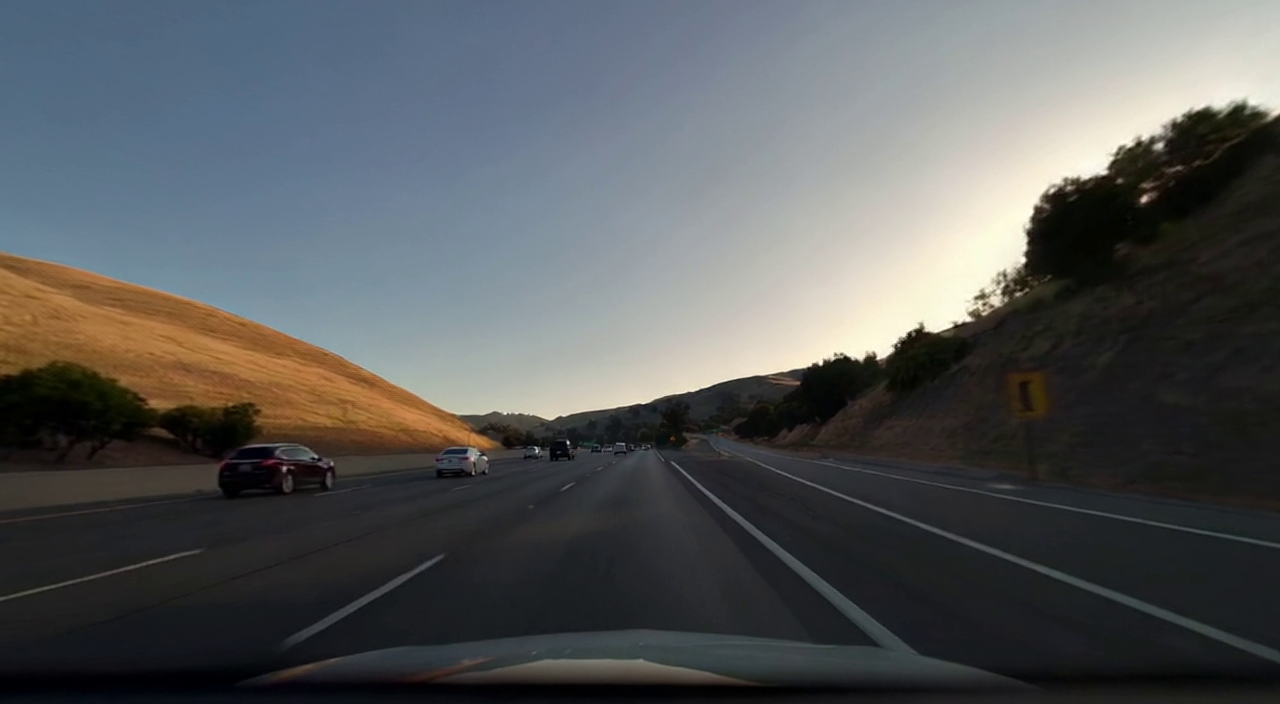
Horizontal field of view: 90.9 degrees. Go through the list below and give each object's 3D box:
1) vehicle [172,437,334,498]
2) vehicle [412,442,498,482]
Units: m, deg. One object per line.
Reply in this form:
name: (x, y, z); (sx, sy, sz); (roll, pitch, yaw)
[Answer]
vehicle: (-11.686, 3.506, 19.535); (2.020, 1.645, 4.629); (0, -9, 1)
vehicle: (-7.533, 4.522, 26.194); (2.107, 1.484, 4.449); (0, -9, 1)
